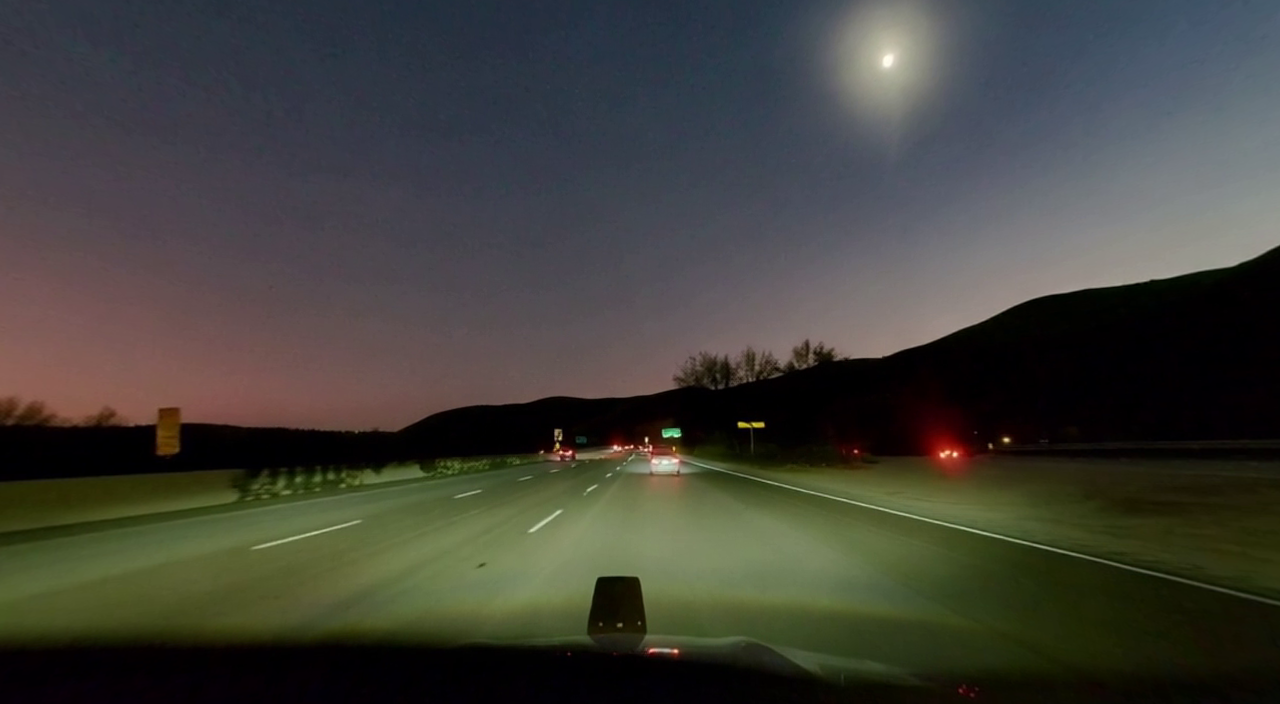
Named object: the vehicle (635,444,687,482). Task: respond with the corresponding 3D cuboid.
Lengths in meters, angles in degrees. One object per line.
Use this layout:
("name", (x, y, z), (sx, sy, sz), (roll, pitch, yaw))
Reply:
("vehicle", (0.857, 4.637, 26.559), (2.019, 1.475, 4.301), (0, -9, 1))
